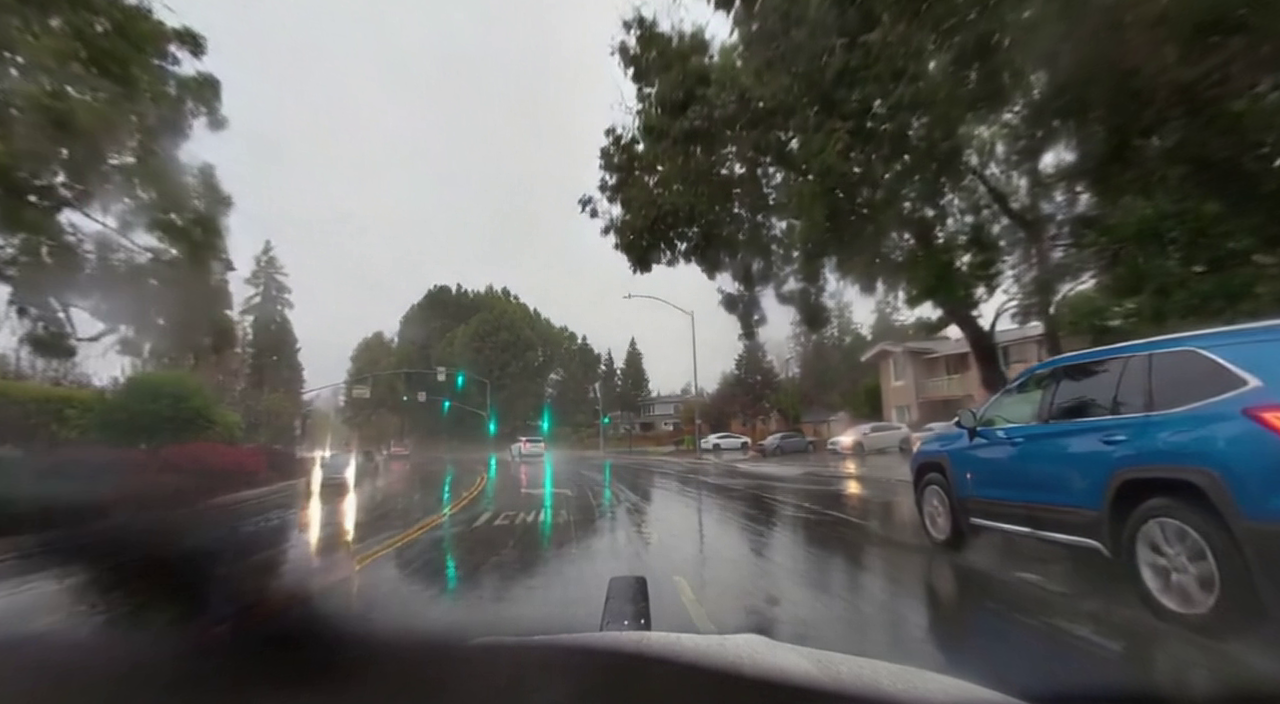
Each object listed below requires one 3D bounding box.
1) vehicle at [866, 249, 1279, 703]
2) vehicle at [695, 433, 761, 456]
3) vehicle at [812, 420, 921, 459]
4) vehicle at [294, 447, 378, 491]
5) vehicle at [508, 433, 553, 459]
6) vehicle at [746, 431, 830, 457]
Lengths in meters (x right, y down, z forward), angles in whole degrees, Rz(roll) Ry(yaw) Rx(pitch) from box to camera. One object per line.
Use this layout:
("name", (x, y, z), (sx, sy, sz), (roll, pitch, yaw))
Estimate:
("vehicle", (4.051, 0.897, 5.107), (2.338, 2.063, 5.592), (-1, -8, 0))
("vehicle", (6.286, 6.624, 45.349), (4.169, 1.527, 2.053), (2, -9, -18))
("vehicle", (11.343, 4.405, 31.665), (4.656, 1.710, 1.950), (-1, -9, -12))
("vehicle", (-11.417, 4.358, 23.997), (2.090, 1.446, 4.483), (1, -9, -16))
("vehicle", (-7.942, 6.784, 45.308), (2.138, 1.729, 4.178), (3, -9, -25))
("vehicle", (8.784, 5.460, 37.500), (4.426, 1.461, 1.996), (2, -9, -20))
